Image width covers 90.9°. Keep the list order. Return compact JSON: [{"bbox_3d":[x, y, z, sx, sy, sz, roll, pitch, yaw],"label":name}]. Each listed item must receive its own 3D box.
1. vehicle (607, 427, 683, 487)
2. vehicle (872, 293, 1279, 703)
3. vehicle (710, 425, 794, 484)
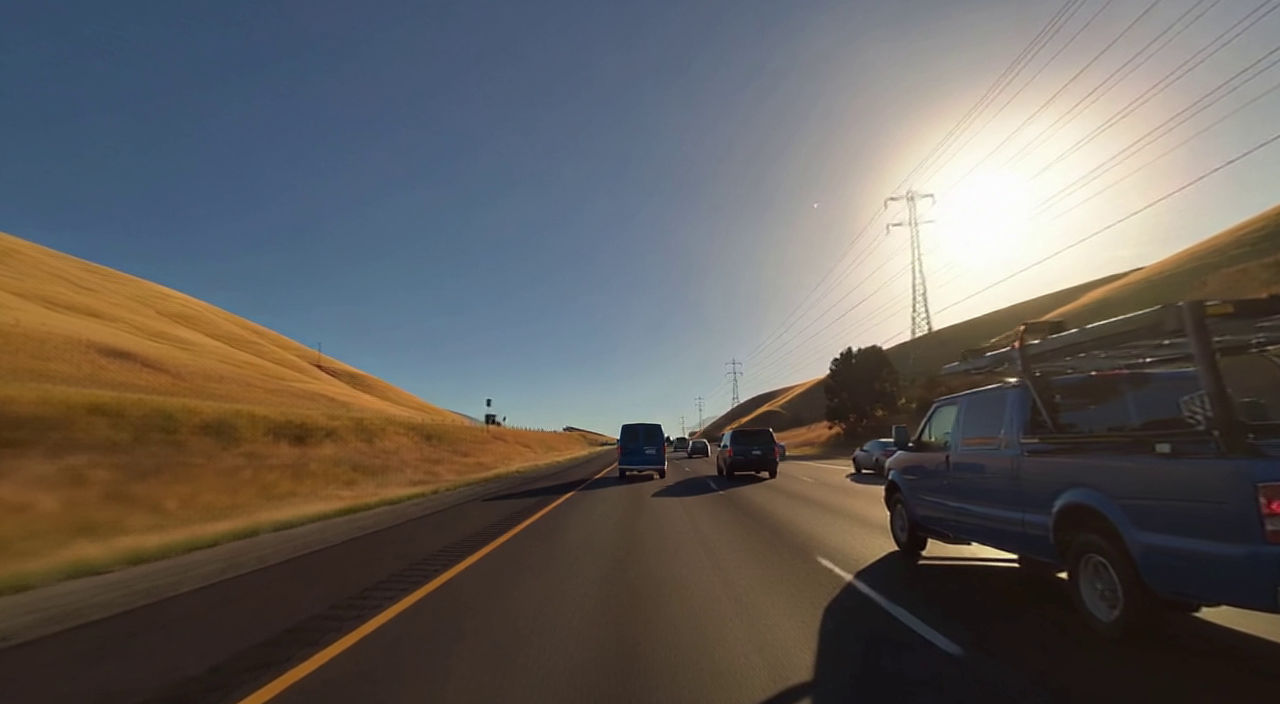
[{"bbox_3d":[0.167,3.499,21.300,2.268,1.772,4.523,0,-8,1],"label":"vehicle"},{"bbox_3d":[3.914,0.943,4.029,2.691,1.901,5.744,0,-8,0],"label":"vehicle"},{"bbox_3d":[3.764,3.538,22.039,2.139,1.821,4.480,0,-8,0],"label":"vehicle"}]
